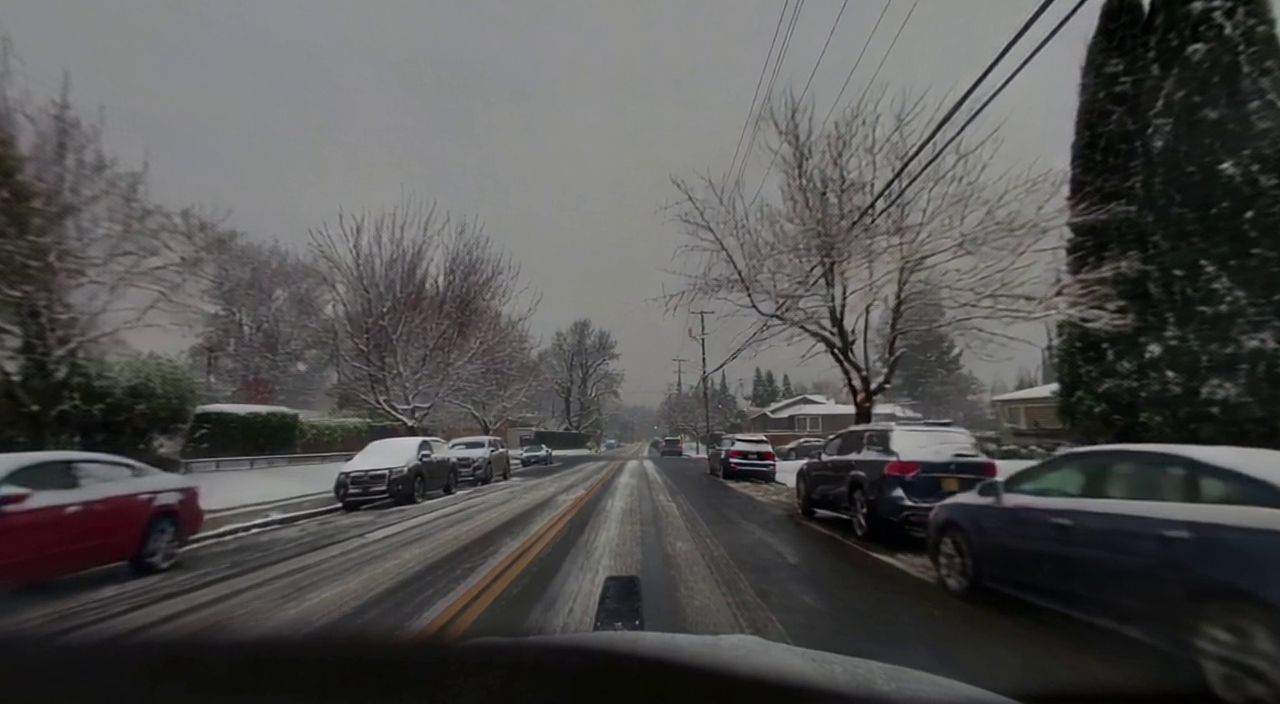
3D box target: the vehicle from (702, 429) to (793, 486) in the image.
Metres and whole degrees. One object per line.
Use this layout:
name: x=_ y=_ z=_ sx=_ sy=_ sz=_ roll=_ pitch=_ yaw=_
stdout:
vehicle: x=3.655 y=3.712 z=22.640 sx=2.178 sy=1.757 sz=5.495 roll=0 pitch=-8 yaw=-1

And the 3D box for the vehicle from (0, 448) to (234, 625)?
vehicle: x=-6.389 y=1.682 z=6.147 sx=2.031 sy=1.454 sz=4.410 roll=0 pitch=-8 yaw=-2

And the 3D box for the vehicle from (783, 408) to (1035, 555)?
vehicle: x=3.724 y=1.862 z=9.750 sx=1.889 sy=1.736 sz=4.185 roll=0 pitch=-8 yaw=-2

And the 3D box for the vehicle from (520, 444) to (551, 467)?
vehicle: x=-7.122 y=7.077 z=43.383 sx=1.997 sy=1.456 sz=4.319 roll=1 pitch=-8 yaw=-8

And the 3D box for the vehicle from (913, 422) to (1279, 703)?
vehicle: x=3.685 y=1.240 z=4.223 sx=1.763 sy=1.432 sz=4.323 roll=0 pitch=-8 yaw=0

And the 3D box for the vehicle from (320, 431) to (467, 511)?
vehicle: x=-6.305 y=3.076 z=16.851 sx=2.031 sy=1.799 sz=4.587 roll=0 pitch=-8 yaw=0
